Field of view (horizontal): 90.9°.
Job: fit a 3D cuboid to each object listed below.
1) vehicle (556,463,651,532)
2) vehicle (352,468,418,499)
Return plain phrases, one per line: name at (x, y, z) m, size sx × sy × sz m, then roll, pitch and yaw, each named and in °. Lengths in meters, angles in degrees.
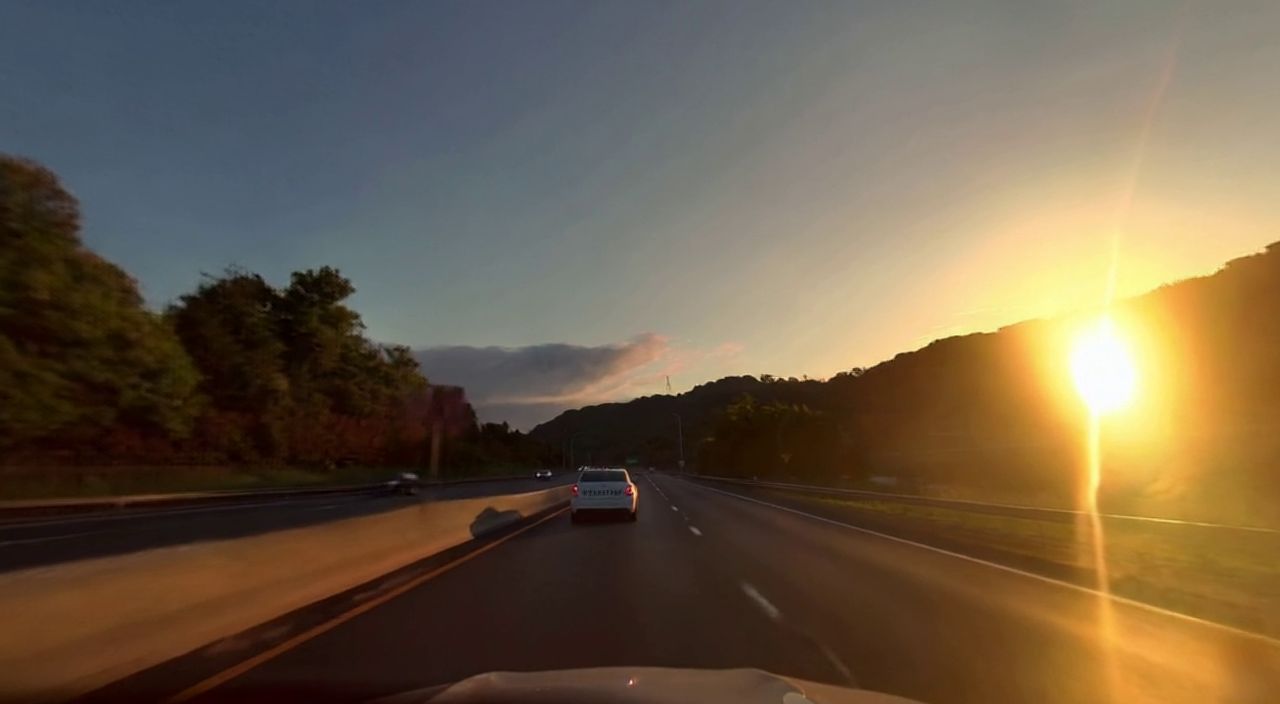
vehicle at (-0.834, 3.767, 16.887) m, size 2.135 × 1.506 × 5.041 m, roll 1°, pitch -10°, yaw 0°
vehicle at (-13.758, 7.095, 34.296) m, size 1.907 × 1.511 × 4.104 m, roll -2°, pitch -10°, yaw 0°
